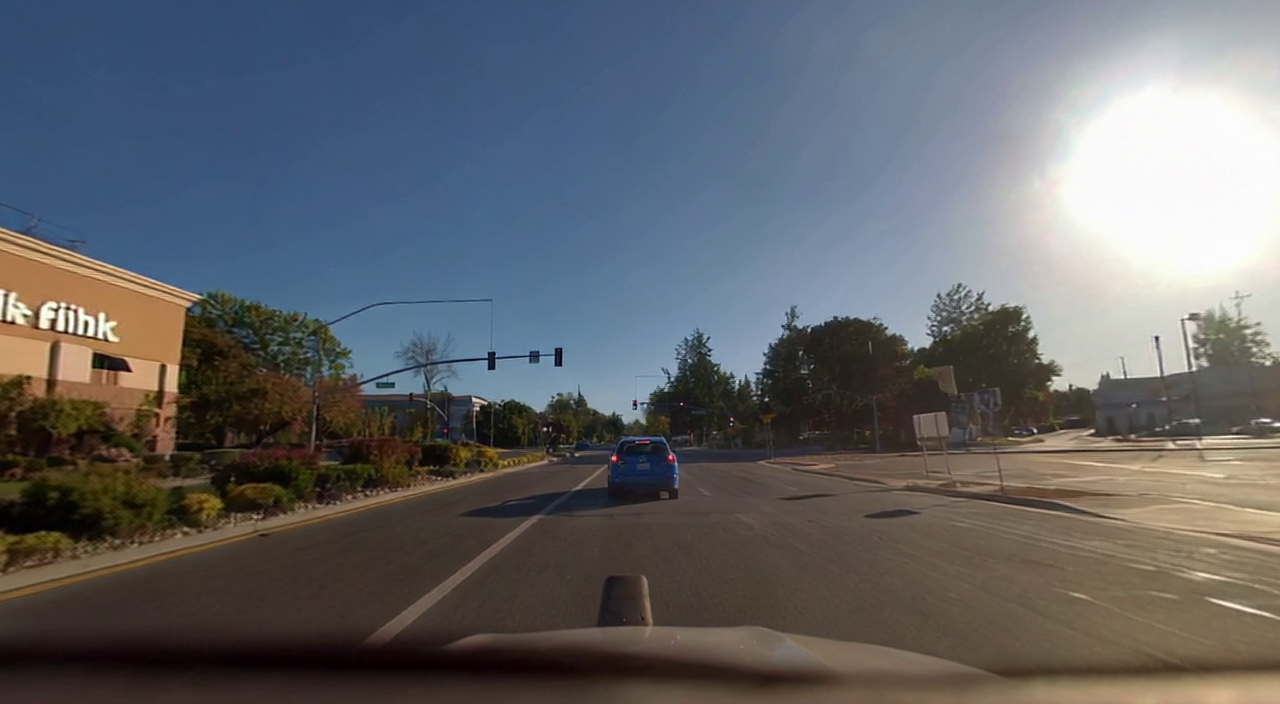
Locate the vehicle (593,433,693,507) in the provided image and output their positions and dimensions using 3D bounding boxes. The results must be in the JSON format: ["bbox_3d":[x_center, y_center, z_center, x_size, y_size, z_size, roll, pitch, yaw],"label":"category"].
[{"bbox_3d":[0.023,2.725,15.101,2.028,1.478,4.545,0,-8,-1],"label":"vehicle"}]
